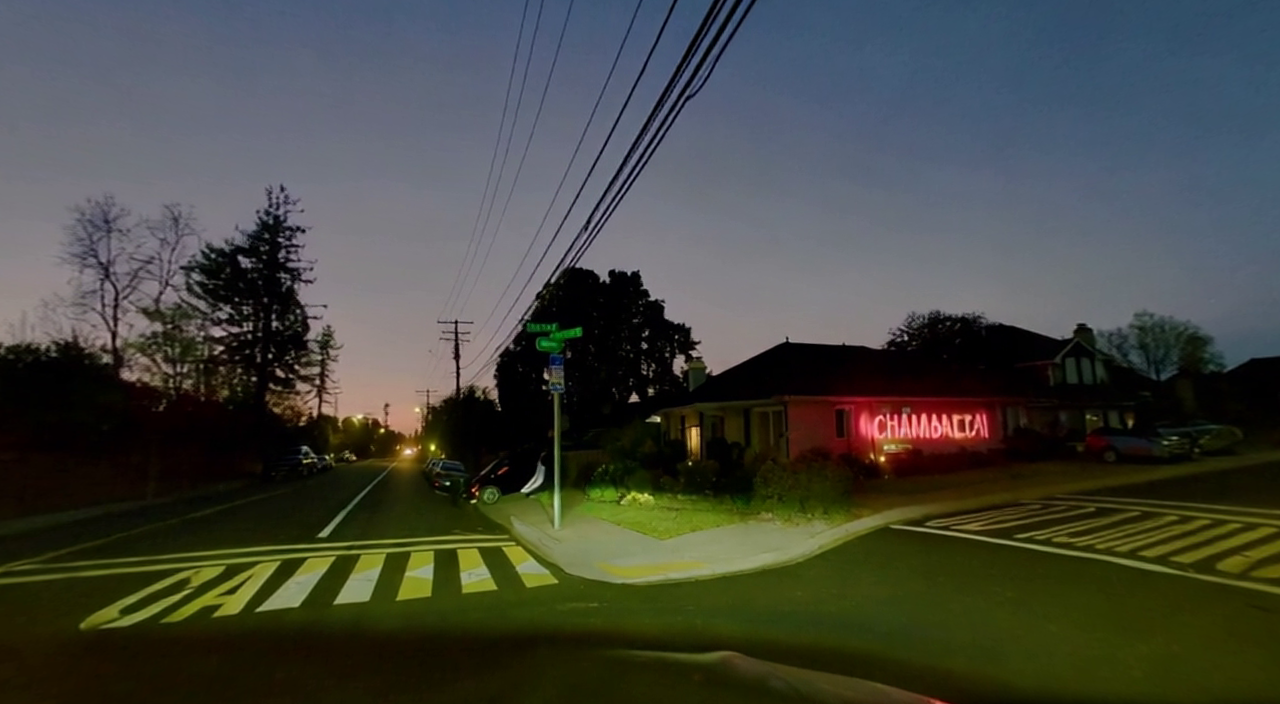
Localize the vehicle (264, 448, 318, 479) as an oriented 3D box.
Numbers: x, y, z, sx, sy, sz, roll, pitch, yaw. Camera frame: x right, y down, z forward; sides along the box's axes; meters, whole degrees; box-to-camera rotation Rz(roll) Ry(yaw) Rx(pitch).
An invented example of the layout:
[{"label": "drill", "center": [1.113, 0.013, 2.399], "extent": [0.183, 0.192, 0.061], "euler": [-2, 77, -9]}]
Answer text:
[{"label": "vehicle", "center": [-22.142, 7.056, 40.243], "extent": [2.203, 1.787, 4.704], "euler": [3, -9, -19]}]
